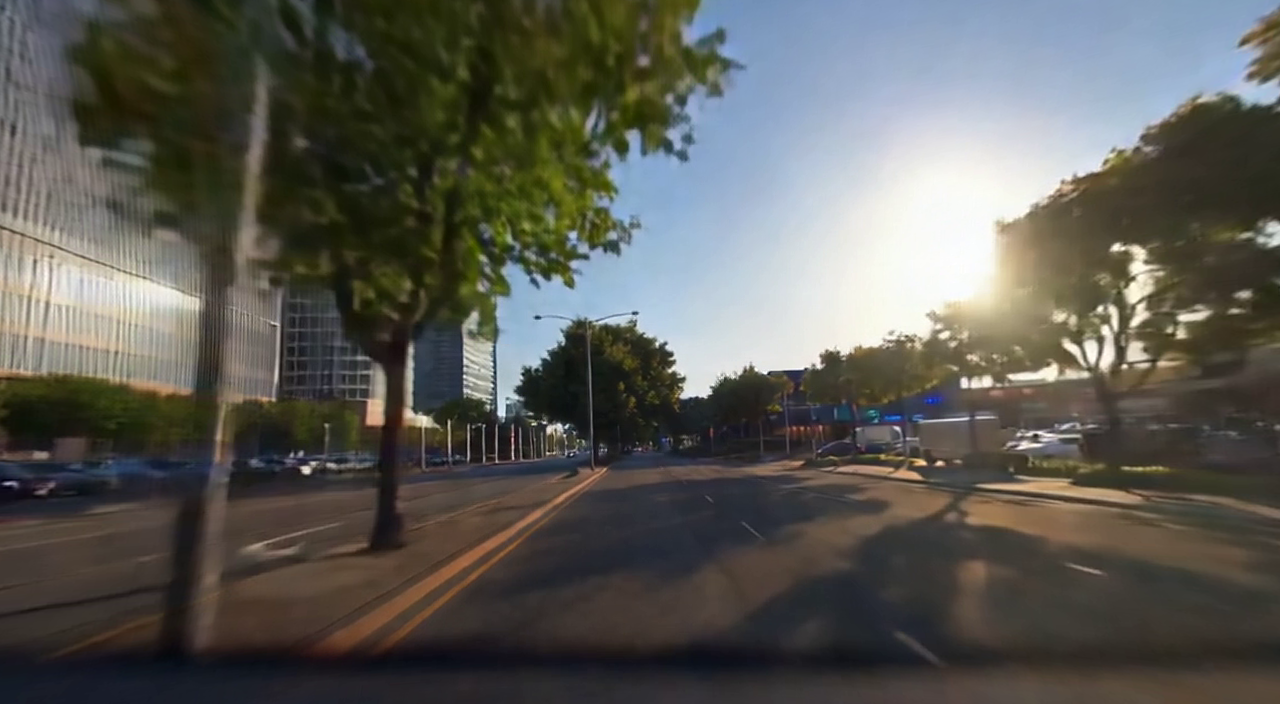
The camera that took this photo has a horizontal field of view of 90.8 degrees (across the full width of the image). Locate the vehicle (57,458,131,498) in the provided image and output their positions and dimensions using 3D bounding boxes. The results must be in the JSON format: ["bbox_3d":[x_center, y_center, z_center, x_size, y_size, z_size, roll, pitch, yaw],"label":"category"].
[{"bbox_3d":[-26.811,6.152,31.188,1.969,1.682,4.542,5,-10,-31],"label":"vehicle"}]

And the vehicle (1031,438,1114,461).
[{"bbox_3d":[31.598,7.144,46.250,4.505,1.450,2.051,-3,-10,-1],"label":"vehicle"}]

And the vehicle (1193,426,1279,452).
[{"bbox_3d":[41.276,5.999,43.341,4.658,1.705,2.148,0,-9,-2],"label":"vehicle"}]

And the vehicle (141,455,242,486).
[{"bbox_3d":[-27.869,7.325,39.415,4.879,1.724,2.086,6,-10,-34],"label":"vehicle"}]

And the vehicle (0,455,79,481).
[{"bbox_3d":[-41.926,8.003,43.955,1.824,1.570,4.239,2,-8,0],"label":"vehicle"}]

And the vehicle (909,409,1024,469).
[{"bbox_3d":[19.304,5.397,38.151,2.630,3.176,8.459,-1,-10,2],"label":"vehicle"}]
